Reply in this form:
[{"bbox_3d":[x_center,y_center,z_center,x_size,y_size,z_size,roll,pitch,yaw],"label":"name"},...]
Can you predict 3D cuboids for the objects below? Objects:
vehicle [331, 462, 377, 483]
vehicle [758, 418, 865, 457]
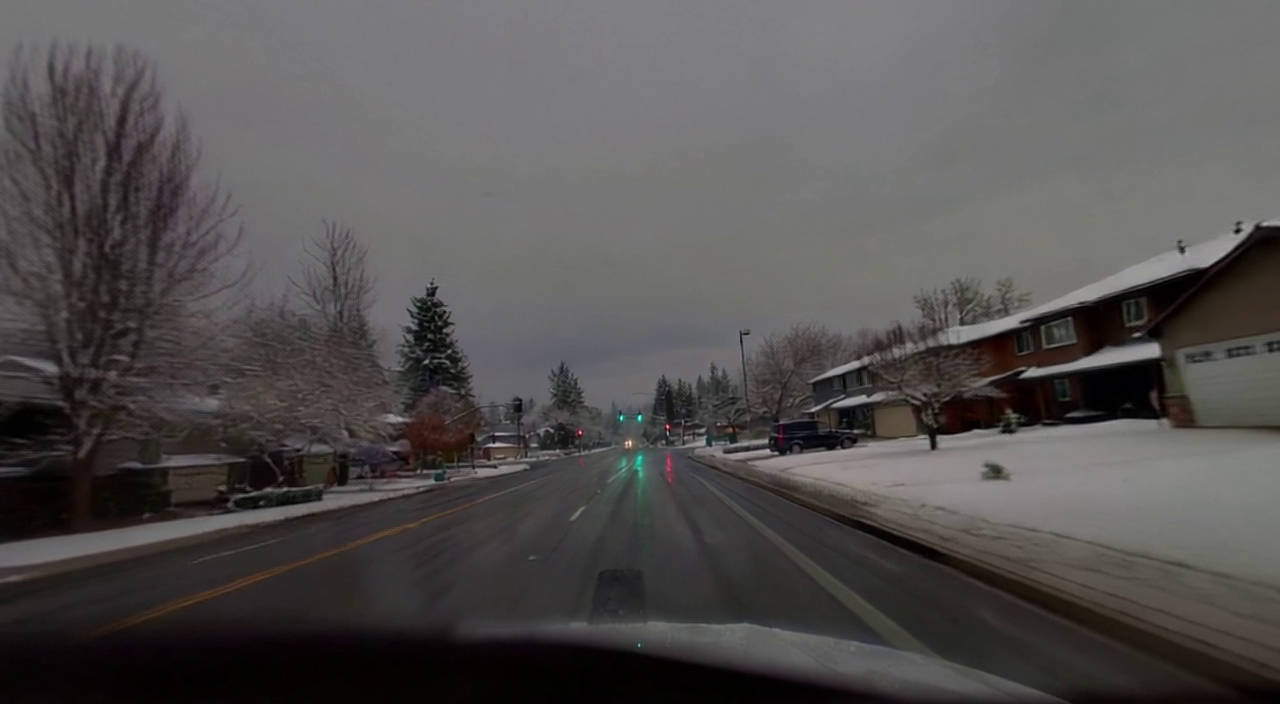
[{"bbox_3d":[-22.219,9.354,48.861,1.847,1.461,3.659,0,-9,-1],"label":"vehicle"},{"bbox_3d":[8.378,4.195,30.753,4.636,1.823,1.997,3,-9,-18],"label":"vehicle"}]
